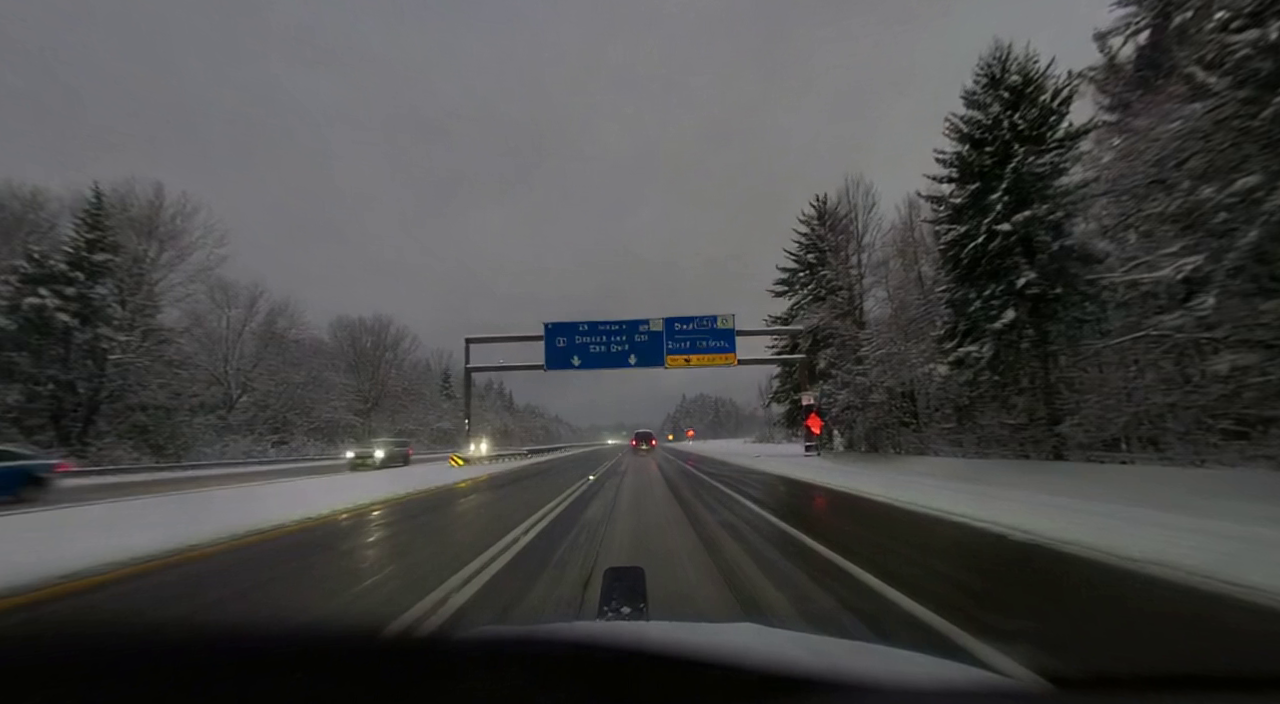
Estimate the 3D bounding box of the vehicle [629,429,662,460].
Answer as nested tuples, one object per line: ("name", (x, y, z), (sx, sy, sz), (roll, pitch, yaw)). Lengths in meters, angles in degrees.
("vehicle", (0.419, 6.777, 46.016), (2.277, 2.109, 4.922), (0, -8, 0))
